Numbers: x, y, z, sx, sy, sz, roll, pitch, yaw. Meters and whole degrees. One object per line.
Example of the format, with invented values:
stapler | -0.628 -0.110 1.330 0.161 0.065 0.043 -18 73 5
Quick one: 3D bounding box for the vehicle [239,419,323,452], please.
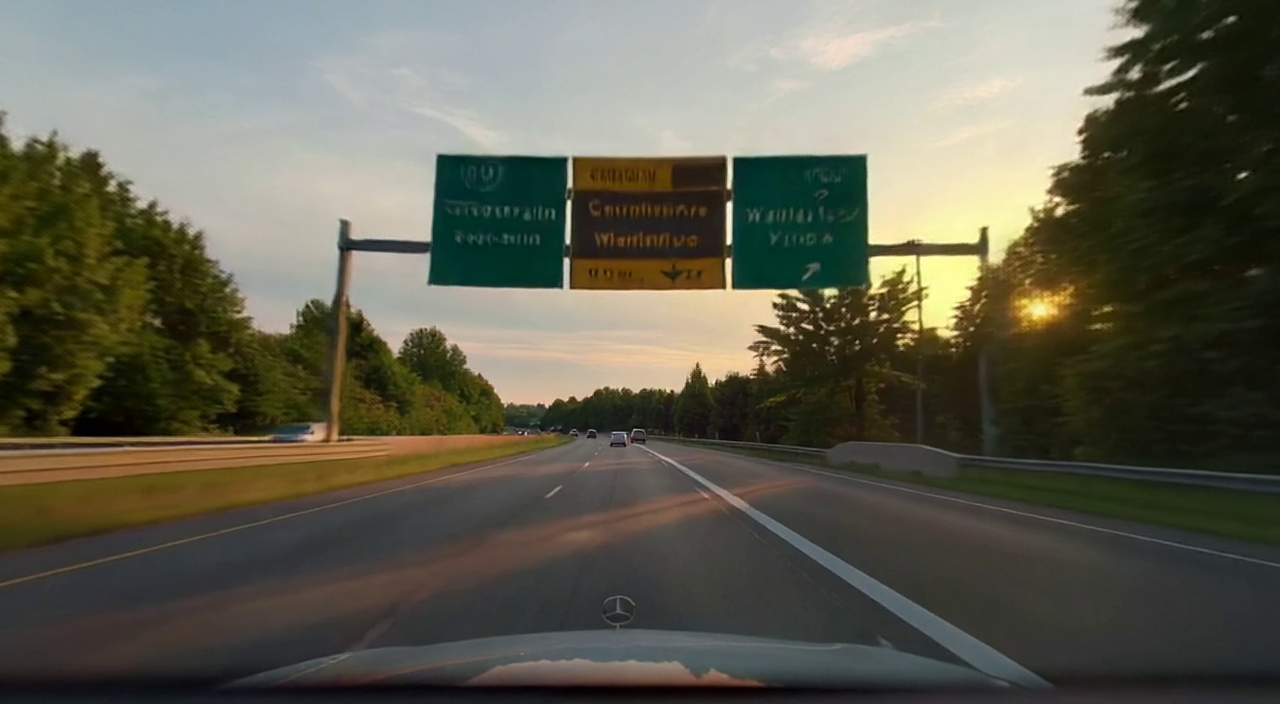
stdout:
vehicle | -17.406 4.067 30.770 1.803 1.503 4.012 0 -7 -2
